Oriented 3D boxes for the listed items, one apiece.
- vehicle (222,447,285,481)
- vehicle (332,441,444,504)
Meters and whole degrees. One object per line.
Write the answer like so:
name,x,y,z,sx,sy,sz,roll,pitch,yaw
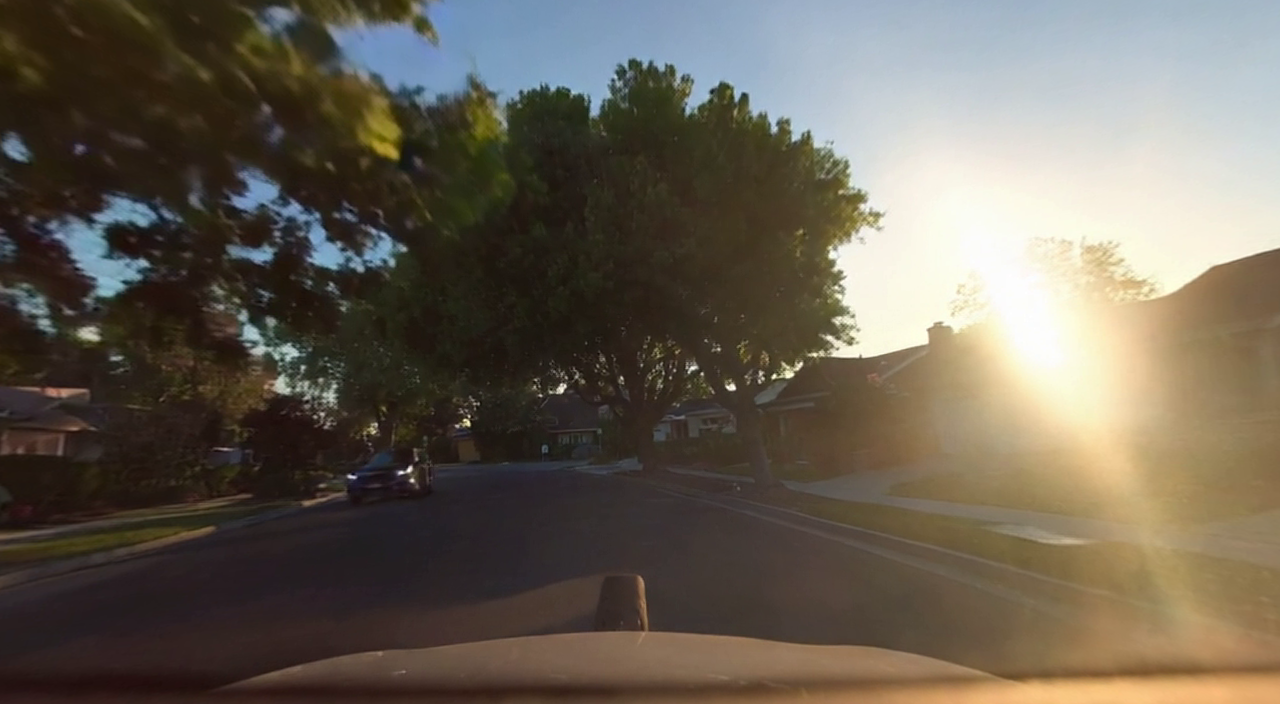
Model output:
vehicle,-22.376,6.411,36.510,4.330,1.813,1.951,-8,-12,44
vehicle,-7.896,3.778,20.383,2.217,1.751,4.763,1,-9,-8
